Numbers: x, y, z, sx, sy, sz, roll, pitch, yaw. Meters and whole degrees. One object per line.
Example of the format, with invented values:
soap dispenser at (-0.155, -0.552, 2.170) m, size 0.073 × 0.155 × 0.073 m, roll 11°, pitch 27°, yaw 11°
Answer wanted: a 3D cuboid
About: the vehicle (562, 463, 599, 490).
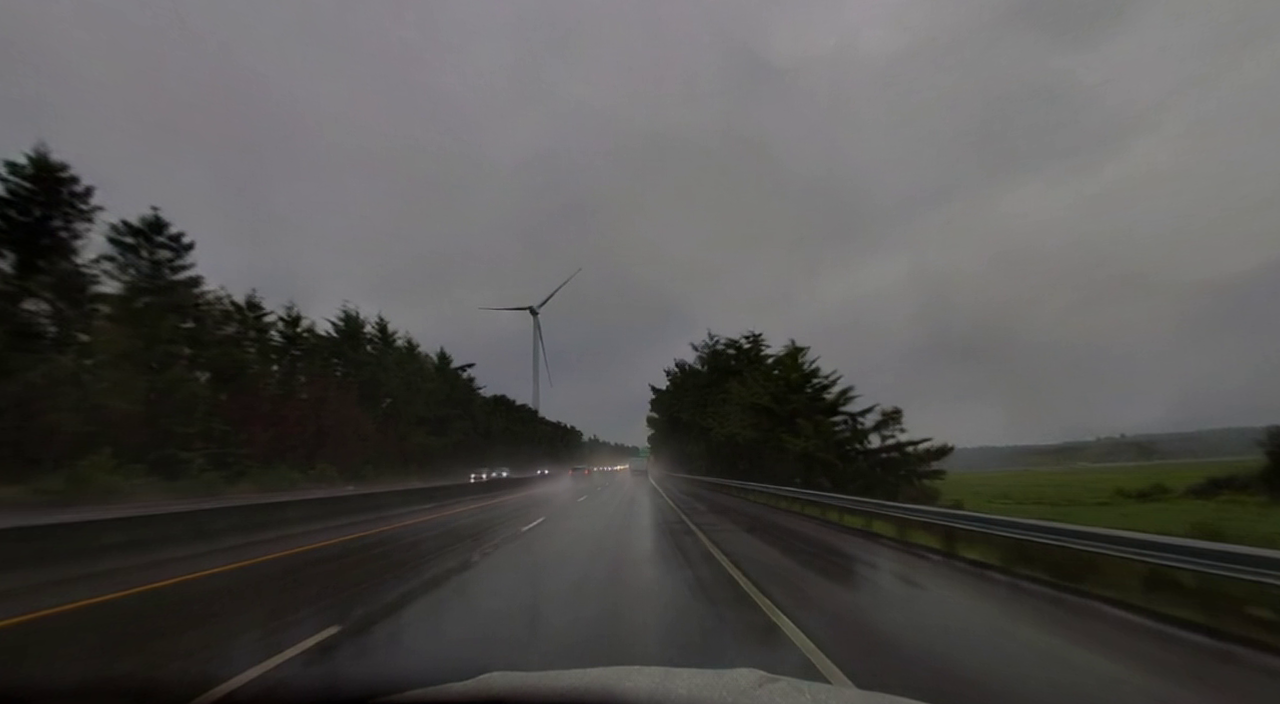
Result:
vehicle at (-4.033, 8.549, 43.471) m, size 2.124 × 1.705 × 4.440 m, roll 1°, pitch -11°, yaw 0°
